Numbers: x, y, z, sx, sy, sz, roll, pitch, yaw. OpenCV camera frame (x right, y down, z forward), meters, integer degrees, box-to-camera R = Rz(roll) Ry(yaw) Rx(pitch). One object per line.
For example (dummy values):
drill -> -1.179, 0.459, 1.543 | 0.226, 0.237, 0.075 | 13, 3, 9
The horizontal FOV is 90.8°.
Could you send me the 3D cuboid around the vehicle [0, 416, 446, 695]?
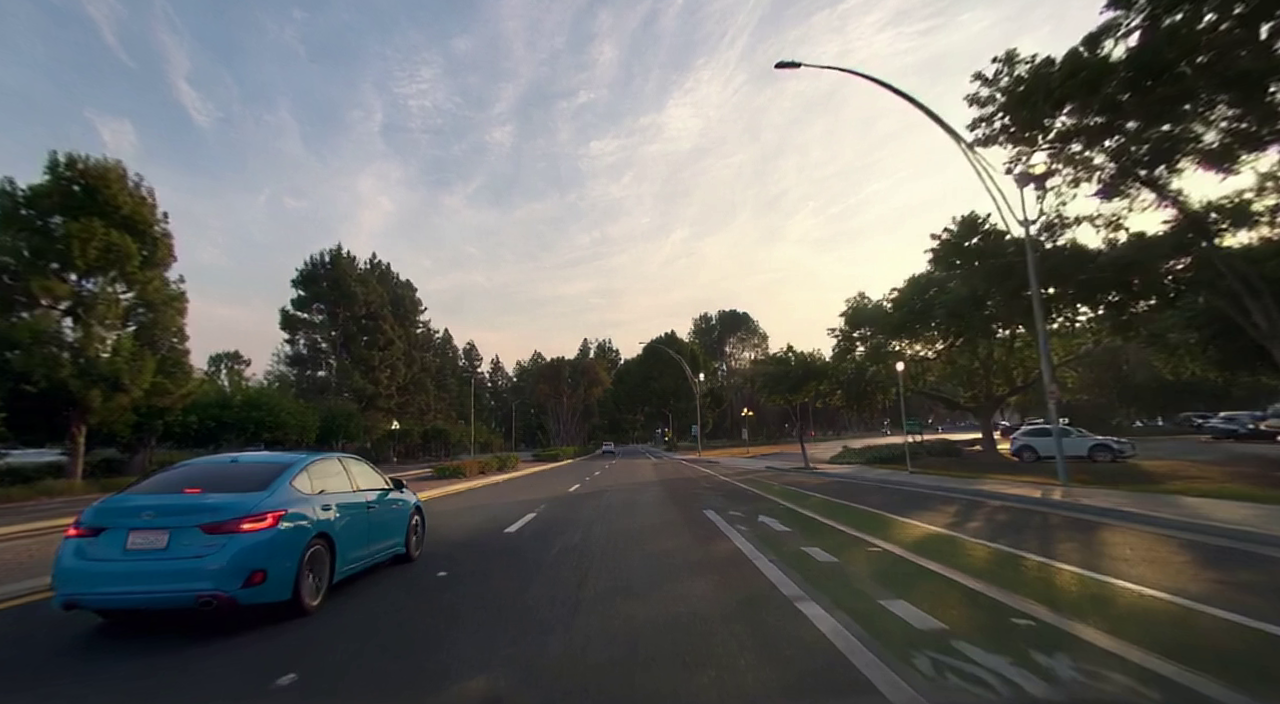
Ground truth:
vehicle -> -3.322, 1.386, 5.472 | 1.964, 1.472, 4.078 | 0, -8, 0
